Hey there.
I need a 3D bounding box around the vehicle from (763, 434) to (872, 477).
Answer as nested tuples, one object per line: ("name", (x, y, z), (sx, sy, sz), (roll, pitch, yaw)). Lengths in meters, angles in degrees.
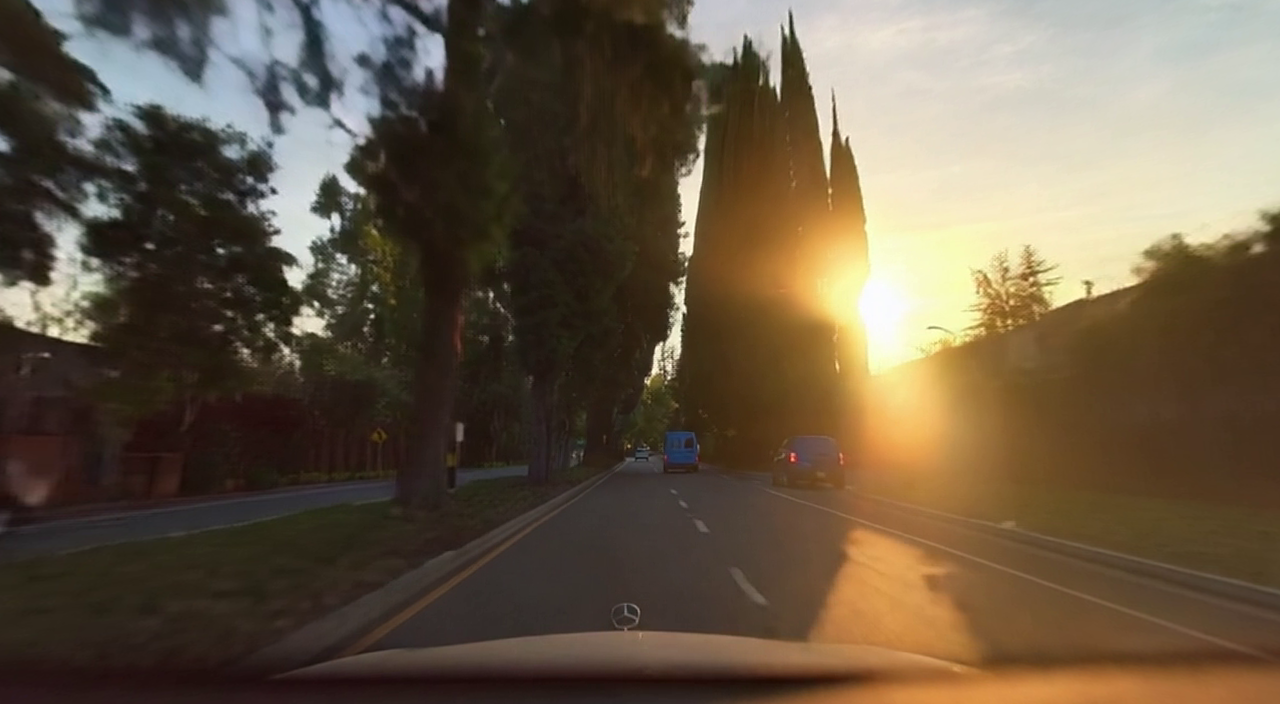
("vehicle", (9.208, 5.424, 33.262), (4.990, 2.142, 2.488), (0, -9, 1))
